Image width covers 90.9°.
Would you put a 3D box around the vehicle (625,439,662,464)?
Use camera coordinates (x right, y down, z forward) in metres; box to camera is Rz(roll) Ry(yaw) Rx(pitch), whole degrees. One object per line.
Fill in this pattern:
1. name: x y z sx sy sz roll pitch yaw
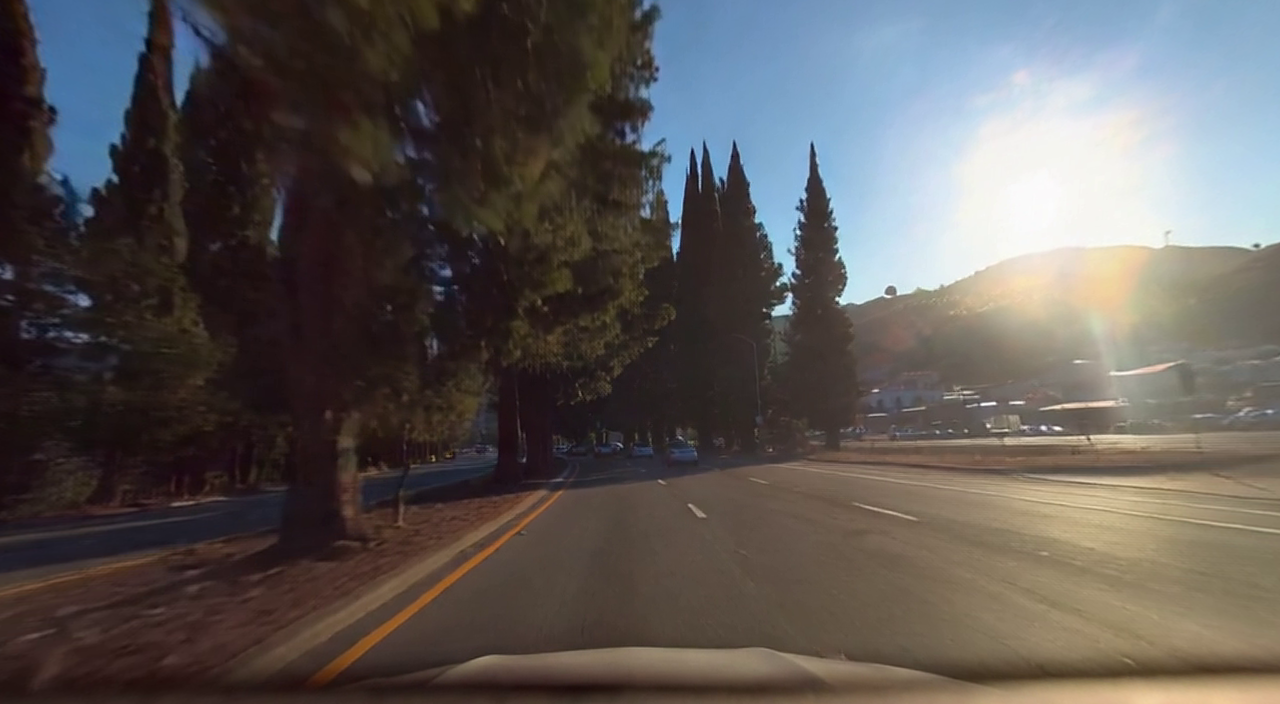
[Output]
1. vehicle: 0.215 7.577 48.285 2.210 1.788 4.293 1 -9 -8

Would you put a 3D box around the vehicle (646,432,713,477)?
1. vehicle: 1.617 4.441 27.436 2.253 1.756 4.313 0 -9 -5
